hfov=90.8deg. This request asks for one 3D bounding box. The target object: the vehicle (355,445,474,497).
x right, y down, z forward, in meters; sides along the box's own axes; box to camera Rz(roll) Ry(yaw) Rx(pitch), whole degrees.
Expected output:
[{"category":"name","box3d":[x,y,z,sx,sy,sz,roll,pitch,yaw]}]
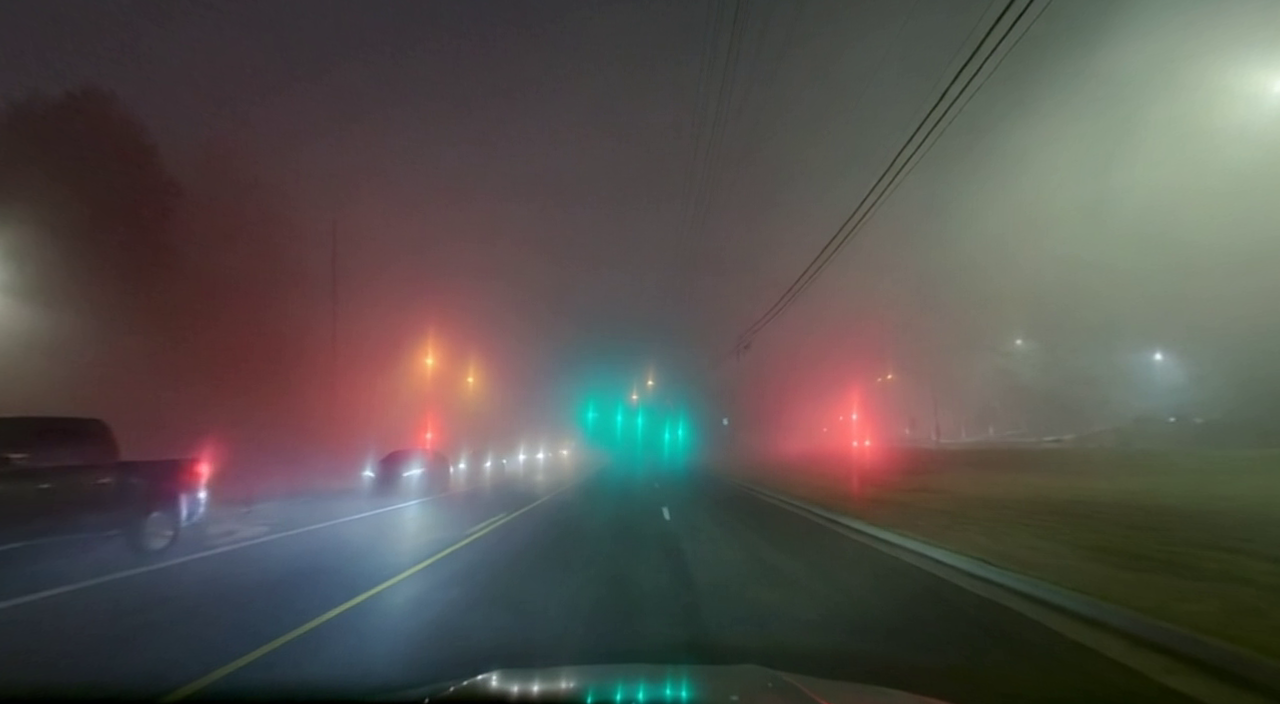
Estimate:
[{"category":"vehicle","box3d":[-7.102,3.784,20.551,2.030,1.482,4.818,0,-9,1]}]

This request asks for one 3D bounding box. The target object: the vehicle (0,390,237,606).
[{"category":"vehicle","box3d":[-6.783,1.407,6.378,2.337,1.862,4.924,0,-9,-3]}]

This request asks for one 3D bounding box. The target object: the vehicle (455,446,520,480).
[{"category":"vehicle","box3d":[-7.096,5.182,29.876,2.008,1.456,4.409,0,-9,0]}]

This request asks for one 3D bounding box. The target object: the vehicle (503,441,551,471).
[{"category":"vehicle","box3d":[-7.066,6.553,40.059,2.101,1.768,5.040,0,-9,0]}]
